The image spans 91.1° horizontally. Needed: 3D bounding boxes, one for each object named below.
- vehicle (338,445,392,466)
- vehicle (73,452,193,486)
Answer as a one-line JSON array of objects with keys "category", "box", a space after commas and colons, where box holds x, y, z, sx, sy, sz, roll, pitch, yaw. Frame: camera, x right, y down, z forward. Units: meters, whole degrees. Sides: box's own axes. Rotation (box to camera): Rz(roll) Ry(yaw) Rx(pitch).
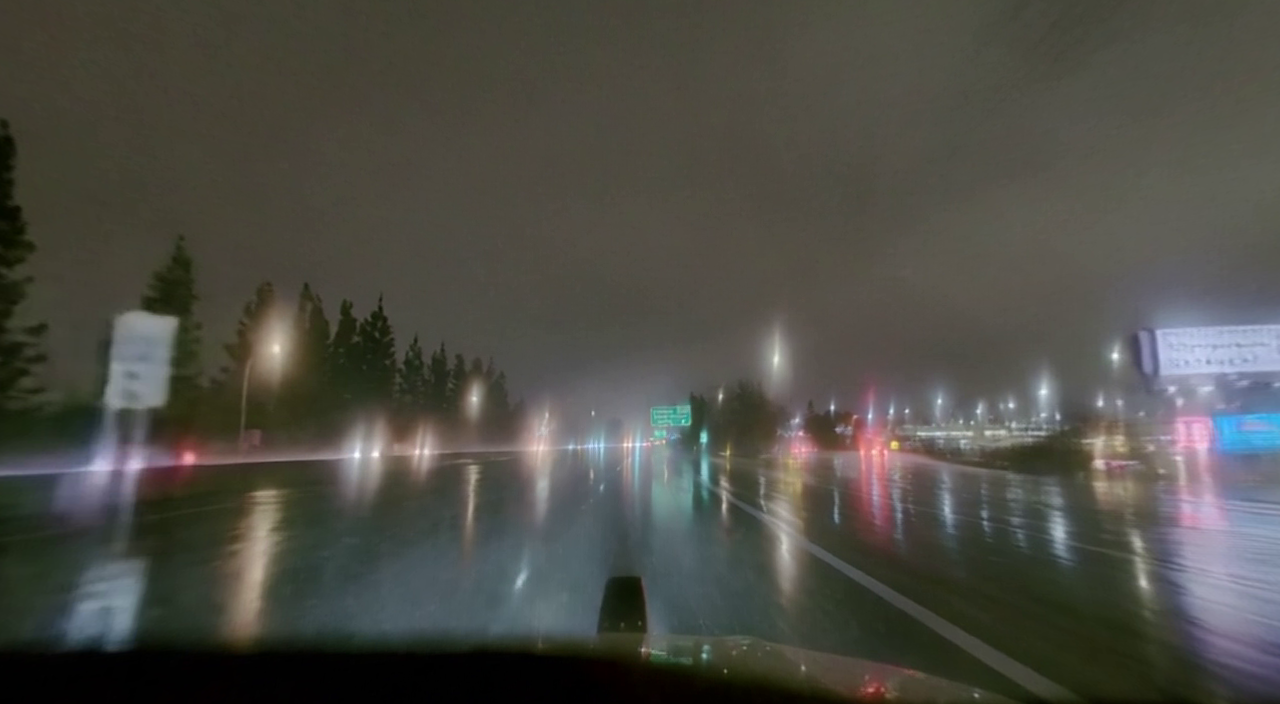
[{"category": "vehicle", "box": [-20.875, 7.858, 47.814, 2.001, 1.528, 4.616, 0, -8, 1]}, {"category": "vehicle", "box": [-24.462, 5.640, 30.558, 1.862, 1.445, 4.694, 0, -8, 1]}]
